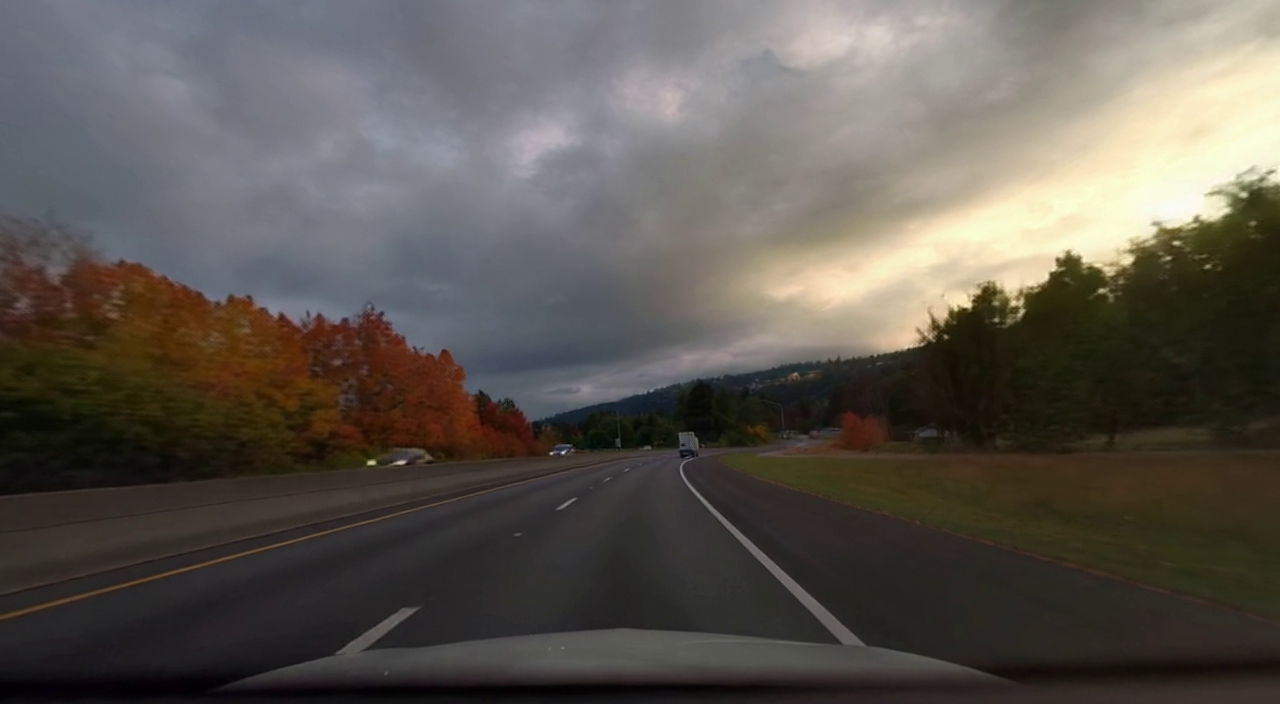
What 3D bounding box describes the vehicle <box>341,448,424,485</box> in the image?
[{"bbox_3d":[-11.824,5.260,29.132,1.863,1.543,4.130,-1,-9,4],"label":"vehicle"}]
